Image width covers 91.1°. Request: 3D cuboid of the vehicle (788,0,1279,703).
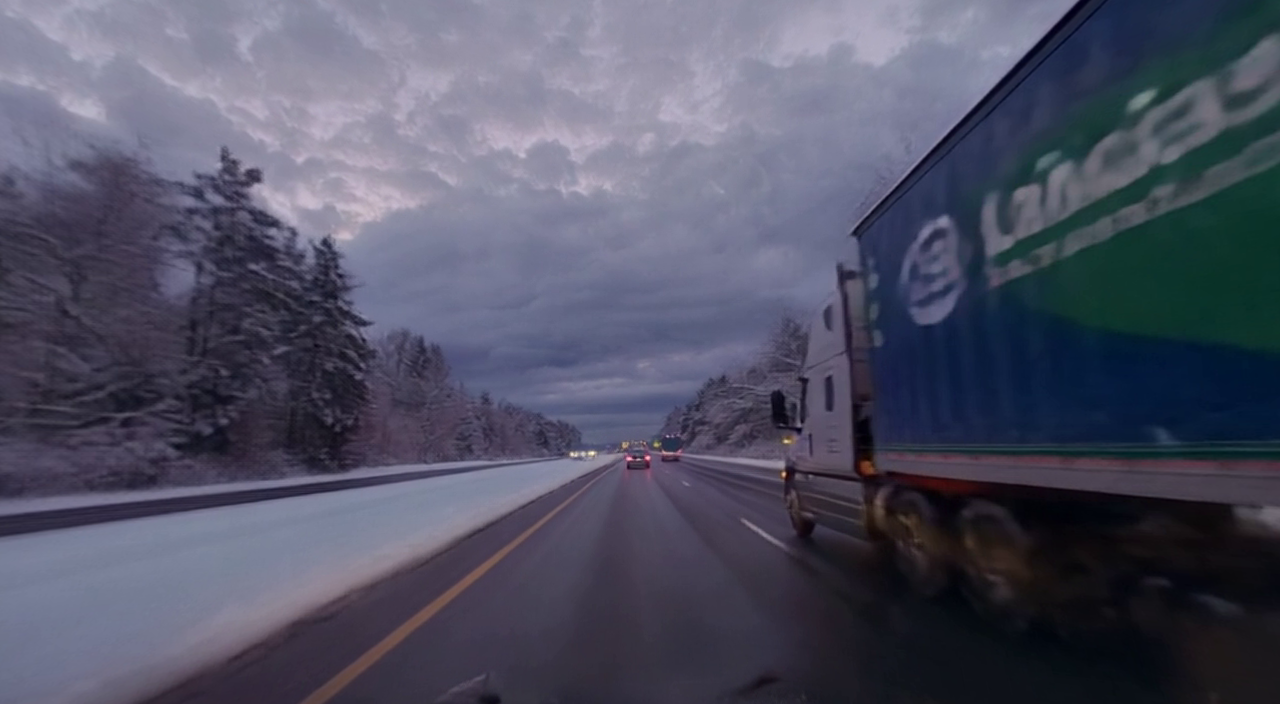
[{"bbox_3d":[3.873,-0.106,3.694,3.442,4.027,10.568,-1,-9,0],"label":"vehicle"}]
